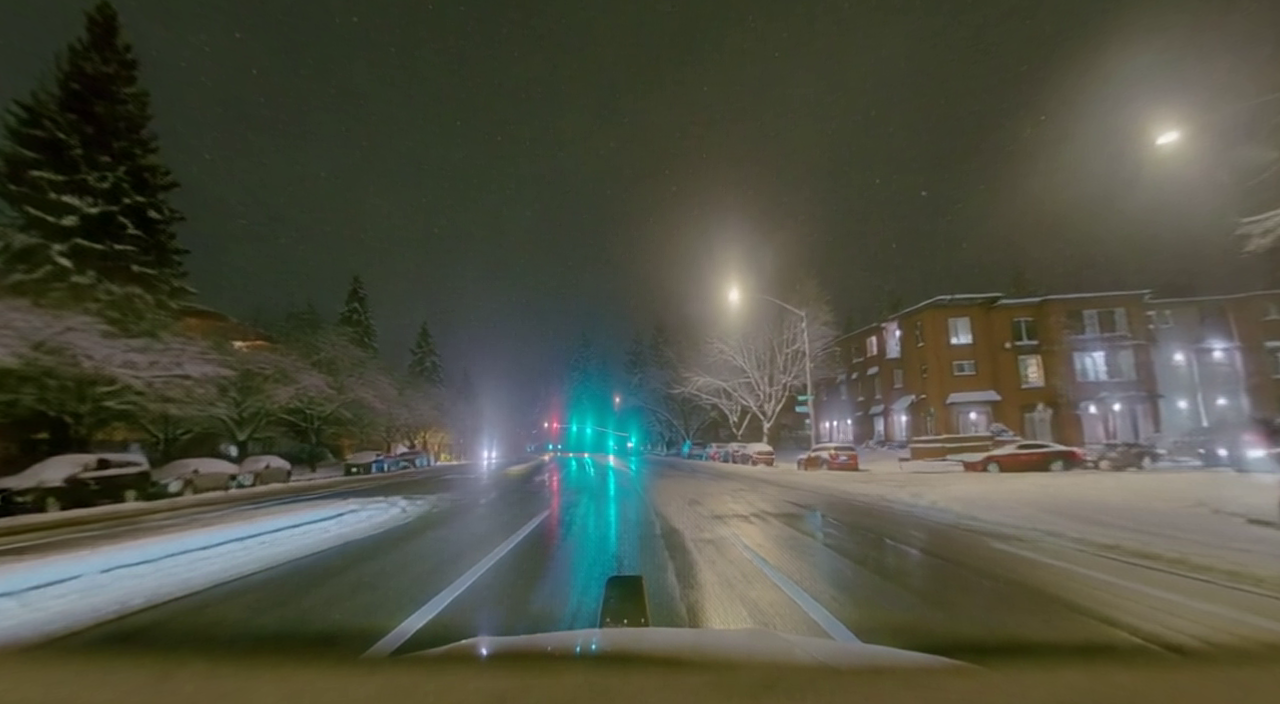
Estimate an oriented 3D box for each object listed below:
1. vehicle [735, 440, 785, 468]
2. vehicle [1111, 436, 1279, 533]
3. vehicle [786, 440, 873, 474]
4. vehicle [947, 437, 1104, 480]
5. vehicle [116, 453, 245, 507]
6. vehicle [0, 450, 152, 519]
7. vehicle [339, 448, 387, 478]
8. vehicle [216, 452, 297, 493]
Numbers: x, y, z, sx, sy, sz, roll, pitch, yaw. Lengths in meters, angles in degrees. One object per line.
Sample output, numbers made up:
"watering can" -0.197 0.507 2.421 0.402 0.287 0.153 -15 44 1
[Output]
"vehicle" 8.087 6.929 42.849 2.039 1.752 4.876 1 -9 -5
"vehicle" 10.770 2.290 11.427 1.901 1.423 4.448 -2 -9 14
"vehicle" 9.688 5.399 32.535 1.919 1.627 4.196 4 -10 -26
"vehicle" 15.873 4.385 26.194 5.088 1.538 2.114 -2 -7 3
"vehicle" -17.634 4.874 24.509 1.802 1.477 4.648 -3 -5 -4
"vehicle" -17.530 3.897 19.138 1.883 1.775 4.466 -1 -8 -2
"vehicle" -19.128 7.658 43.728 1.916 1.657 4.366 -1 -6 -8
"vehicle" -17.942 5.624 29.659 1.836 1.512 3.581 -2 -6 -5
